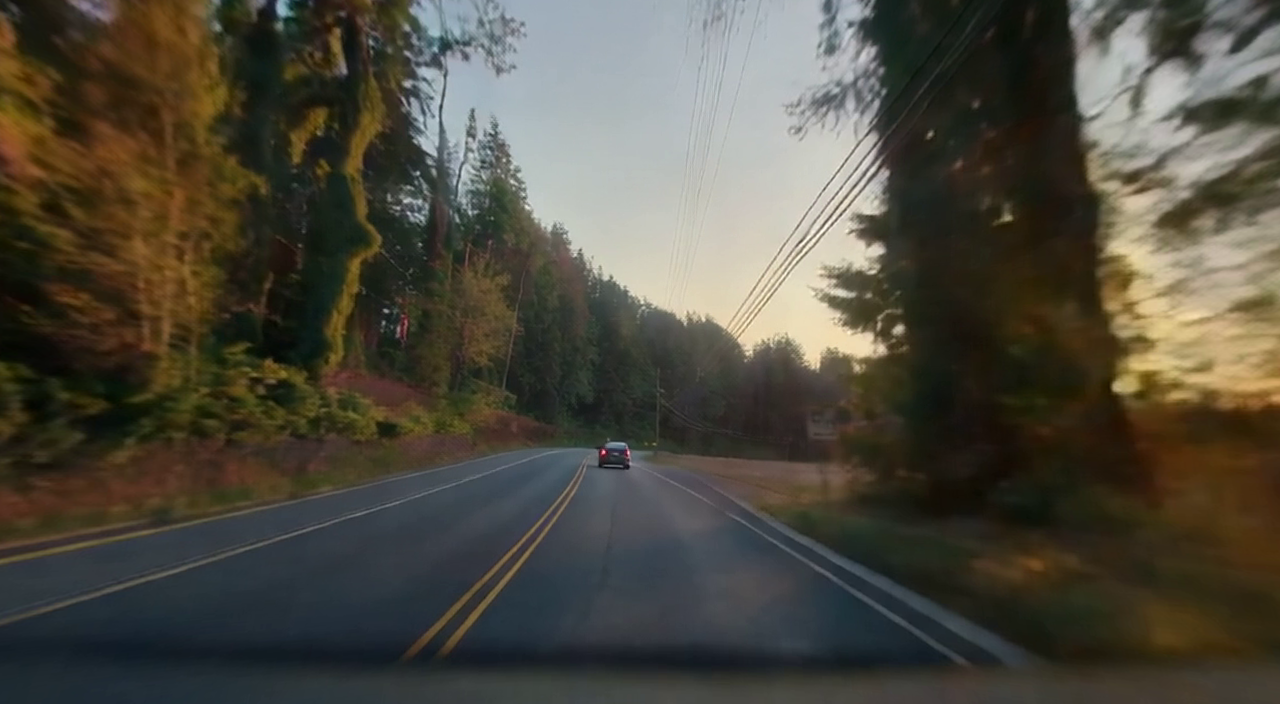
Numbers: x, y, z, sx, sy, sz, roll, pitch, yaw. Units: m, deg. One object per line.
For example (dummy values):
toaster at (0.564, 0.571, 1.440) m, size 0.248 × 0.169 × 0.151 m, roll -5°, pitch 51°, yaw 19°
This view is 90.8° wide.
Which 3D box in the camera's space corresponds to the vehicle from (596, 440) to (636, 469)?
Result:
vehicle at (-1.444, 5.918, 36.649) m, size 2.059 × 1.524 × 3.963 m, roll 3°, pitch -9°, yaw -4°
